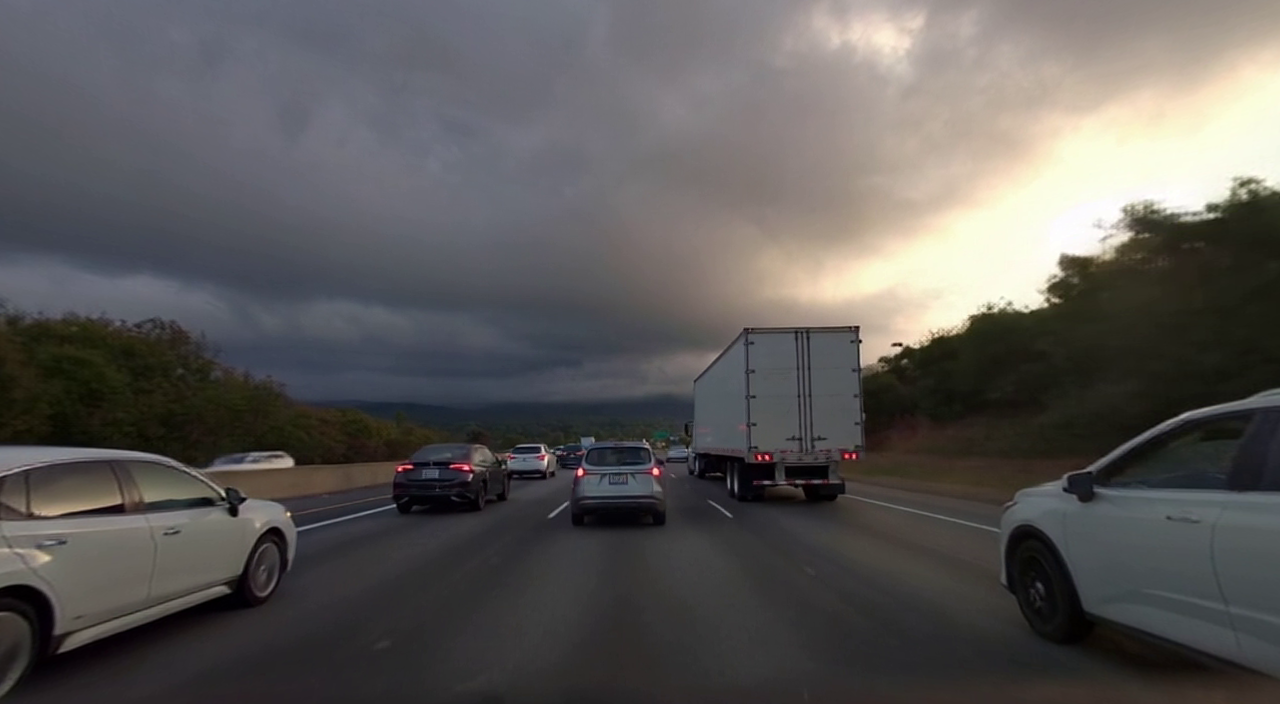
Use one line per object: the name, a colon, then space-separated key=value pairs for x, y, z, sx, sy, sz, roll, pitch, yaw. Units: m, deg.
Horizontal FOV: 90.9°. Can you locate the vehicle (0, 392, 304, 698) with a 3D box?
vehicle: x=-4.309 y=1.186 z=4.350 sx=1.789 sy=1.620 sz=3.841 roll=0 pitch=-9 yaw=1

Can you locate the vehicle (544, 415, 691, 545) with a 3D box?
vehicle: x=-0.316 y=2.109 z=10.911 sx=2.037 sy=1.792 sz=4.194 roll=0 pitch=-9 yaw=0

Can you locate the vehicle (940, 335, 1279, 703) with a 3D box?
vehicle: x=3.641 y=0.895 z=3.049 sx=2.076 sy=1.751 sz=4.666 roll=0 pitch=-9 yaw=0

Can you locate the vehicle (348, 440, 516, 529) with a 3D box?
vehicle: x=-3.989 y=2.605 z=12.984 sx=1.923 sy=1.503 sz=4.293 roll=0 pitch=-9 yaw=1

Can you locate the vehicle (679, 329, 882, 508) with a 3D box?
vehicle: x=3.666 y=2.695 z=22.229 sx=3.186 sy=4.111 sz=15.553 roll=0 pitch=-9 yaw=-2
